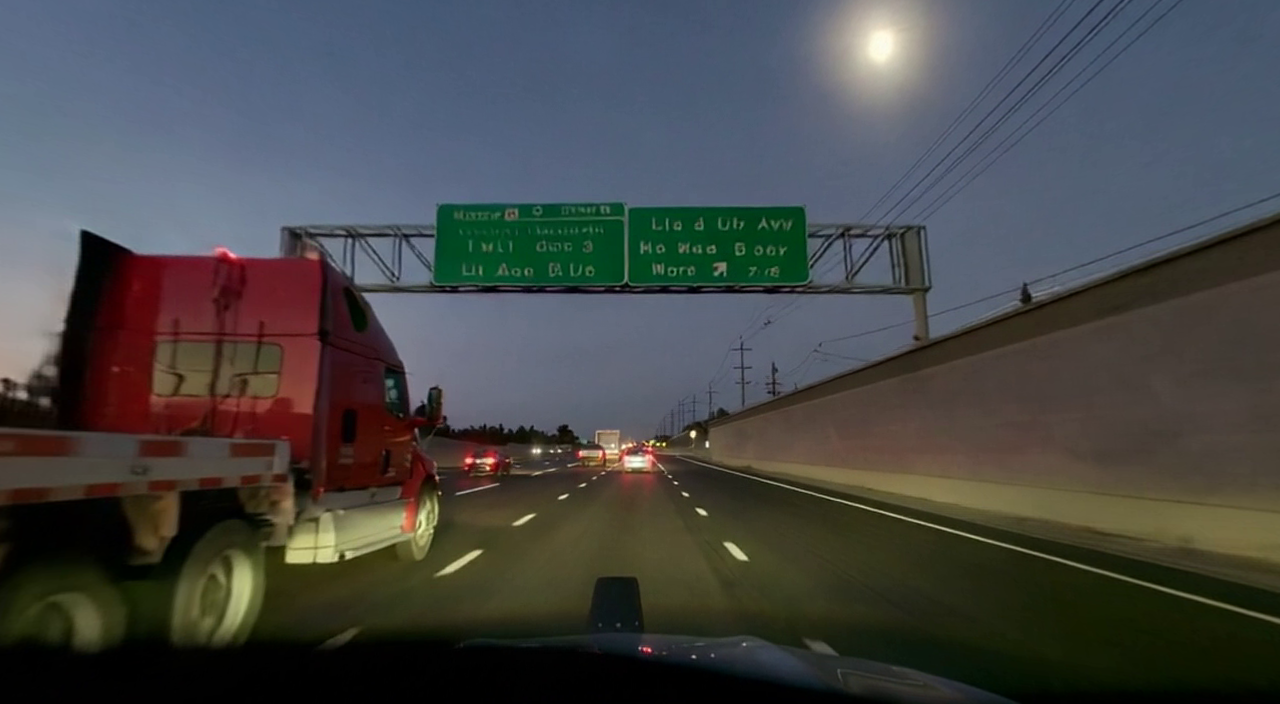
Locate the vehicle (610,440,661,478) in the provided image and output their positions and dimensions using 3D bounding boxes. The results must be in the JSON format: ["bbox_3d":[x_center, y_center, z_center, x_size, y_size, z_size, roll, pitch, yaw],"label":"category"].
[{"bbox_3d":[-0.175,4.928,29.232,2.178,1.640,4.071,0,-9,0],"label":"vehicle"}]

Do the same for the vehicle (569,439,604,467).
[{"bbox_3d":[-3.799,7.326,45.812,2.109,1.840,4.614,0,-9,1],"label":"vehicle"}]

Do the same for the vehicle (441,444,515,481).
[{"bbox_3d":[-7.141,4.904,28.321,2.025,1.510,4.582,0,-9,1],"label":"vehicle"}]
